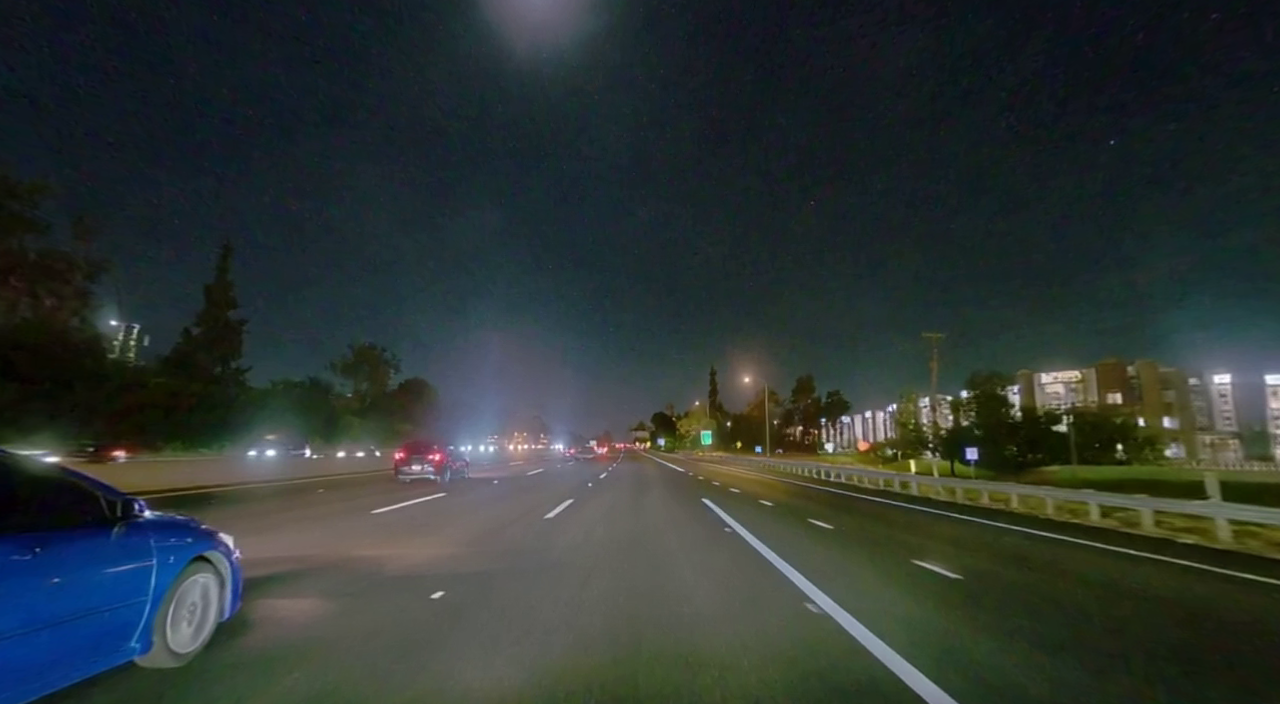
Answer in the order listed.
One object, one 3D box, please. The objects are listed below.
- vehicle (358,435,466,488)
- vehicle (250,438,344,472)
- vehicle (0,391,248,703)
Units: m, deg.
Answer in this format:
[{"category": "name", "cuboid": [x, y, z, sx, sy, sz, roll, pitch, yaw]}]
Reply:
[{"category": "vehicle", "cuboid": [-7.803, 3.778, 22.113, 2.118, 1.675, 4.395, 0, -8, 0]}, {"category": "vehicle", "cuboid": [-17.006, 5.122, 31.594, 1.904, 1.572, 4.918, 0, -8, 0]}, {"category": "vehicle", "cuboid": [-3.716, 0.817, 1.652, 2.144, 1.565, 4.951, 0, -8, 1]}]
